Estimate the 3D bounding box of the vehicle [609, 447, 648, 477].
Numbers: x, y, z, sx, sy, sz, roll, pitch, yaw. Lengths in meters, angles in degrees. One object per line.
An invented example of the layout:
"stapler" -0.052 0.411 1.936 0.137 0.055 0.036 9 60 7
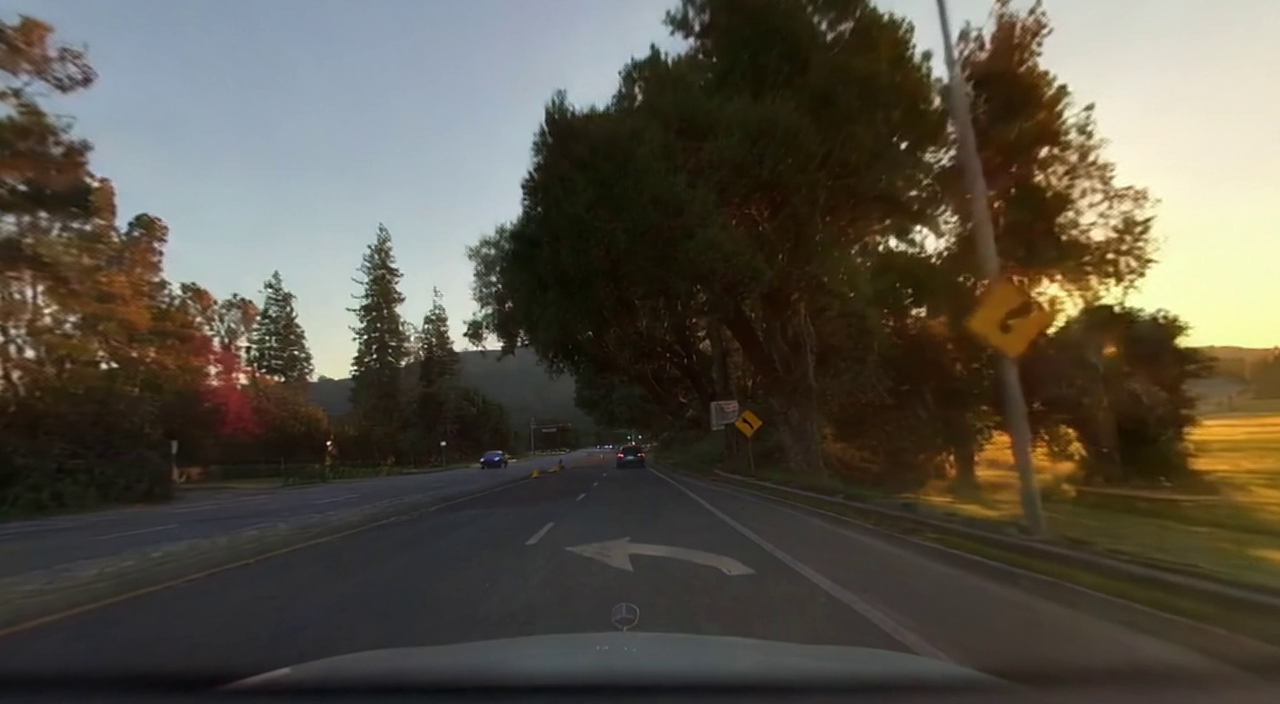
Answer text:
"vehicle" -0.630 5.833 33.543 1.954 1.469 3.465 0 -9 -2
